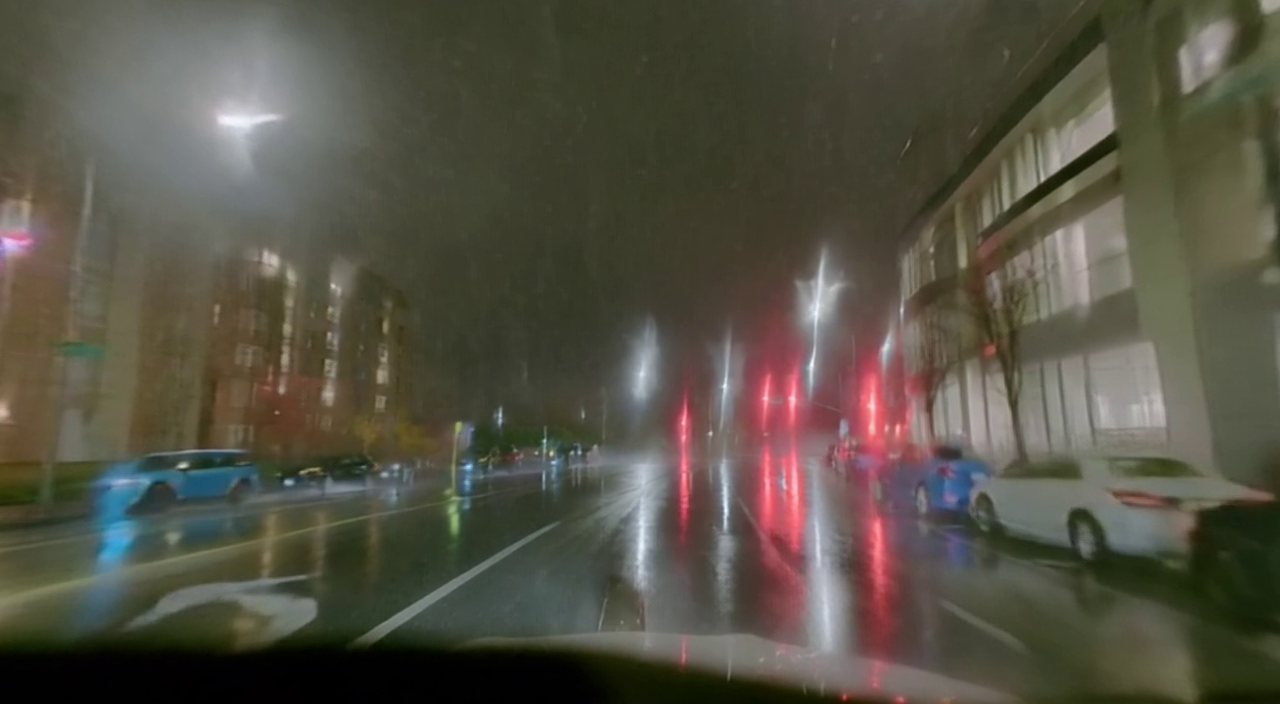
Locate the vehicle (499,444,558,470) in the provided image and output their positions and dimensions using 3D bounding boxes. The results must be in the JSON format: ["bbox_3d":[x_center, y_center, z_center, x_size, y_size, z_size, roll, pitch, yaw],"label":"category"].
[{"bbox_3d":[-6.786,6.455,39.056,1.830,1.497,4.436,-2,-9,16],"label":"vehicle"}]

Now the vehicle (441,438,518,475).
[{"bbox_3d":[-8.368,5.487,33.458,1.933,1.759,5.002,-2,-9,11],"label":"vehicle"}]

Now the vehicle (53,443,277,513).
[{"bbox_3d":[-11.716,3.089,16.087,1.882,1.508,4.476,-1,-8,7],"label":"vehicle"}]

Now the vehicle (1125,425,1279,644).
[{"bbox_3d":[5.356,1.123,3.399,1.977,1.497,4.680,0,-8,4],"label":"vehicle"}]

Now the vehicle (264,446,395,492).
[{"bbox_3d":[-10.883,4.098,22.583,1.841,1.444,4.554,-1,-9,9],"label":"vehicle"}]

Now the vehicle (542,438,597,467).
[{"bbox_3d":[-4.890,7.068,44.647,2.083,1.882,4.642,-2,-9,17],"label":"vehicle"}]

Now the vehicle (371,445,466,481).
[{"bbox_3d":[-9.771,4.929,28.366,1.811,1.459,4.702,-2,-9,12],"label":"vehicle"}]
